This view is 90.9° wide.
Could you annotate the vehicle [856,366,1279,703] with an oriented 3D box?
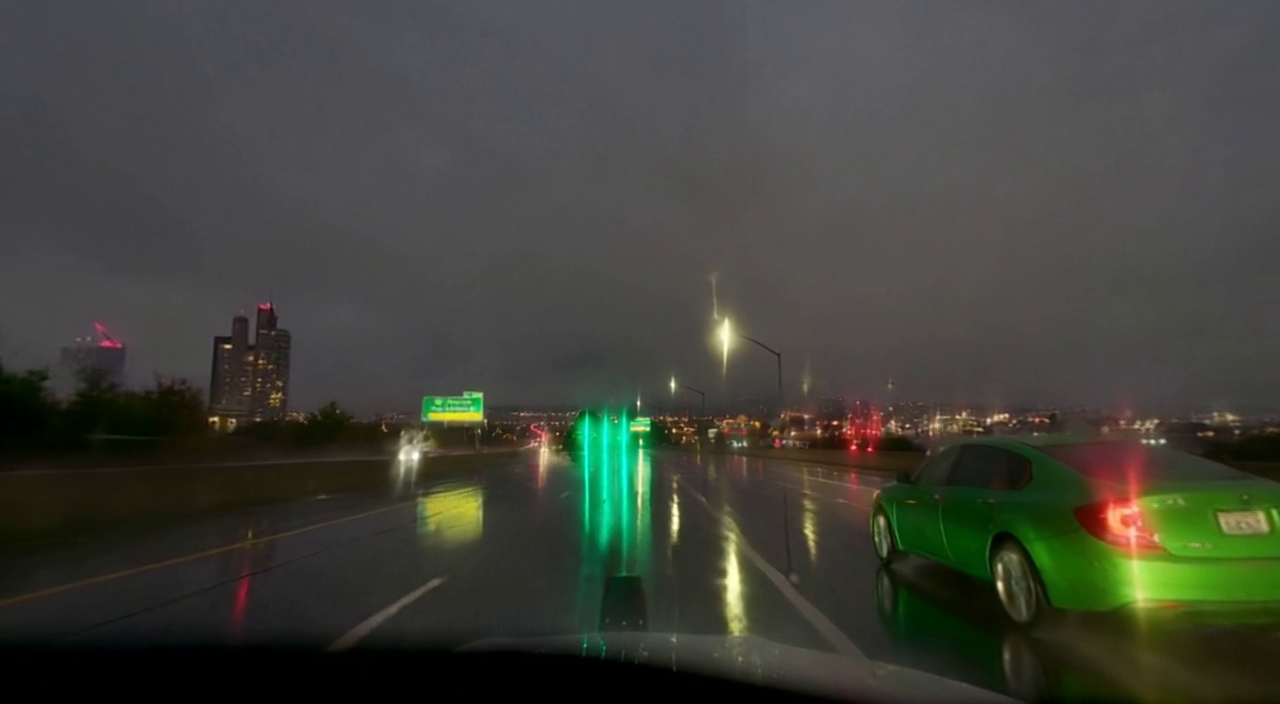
[{"bbox_3d":[3.486,1.182,4.674,2.104,1.575,4.698,0,-9,0],"label":"vehicle"}]
